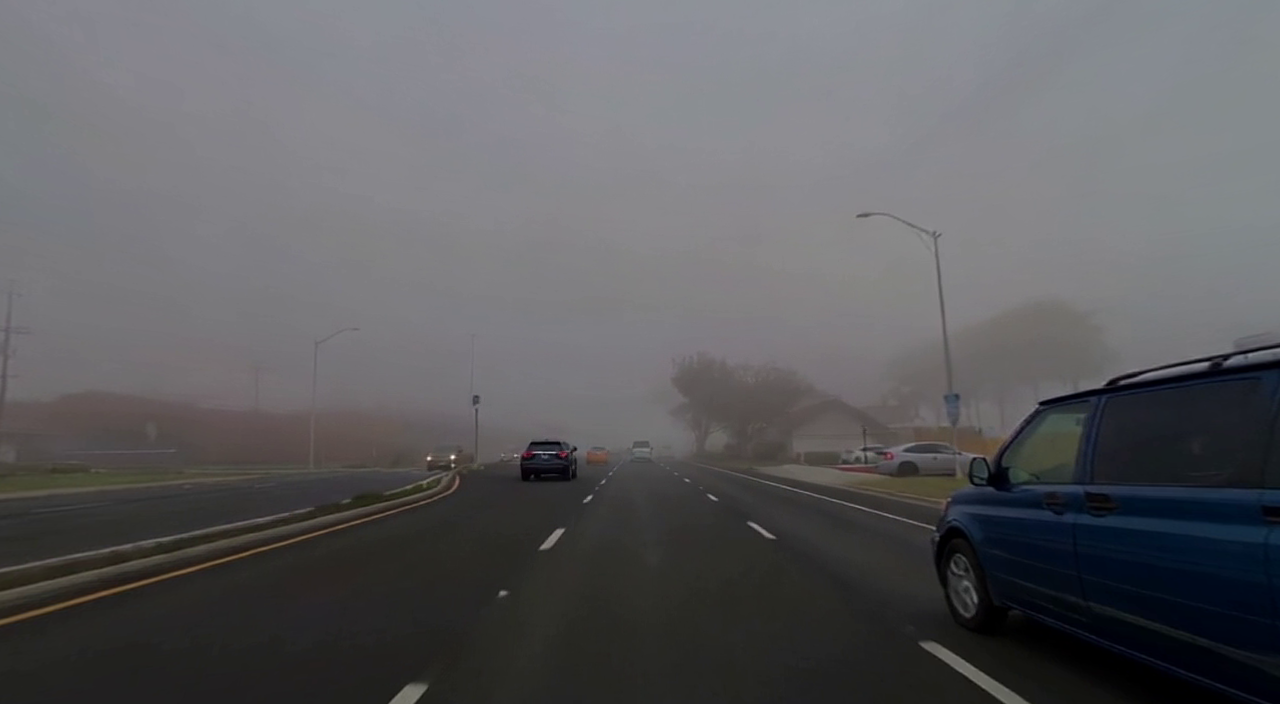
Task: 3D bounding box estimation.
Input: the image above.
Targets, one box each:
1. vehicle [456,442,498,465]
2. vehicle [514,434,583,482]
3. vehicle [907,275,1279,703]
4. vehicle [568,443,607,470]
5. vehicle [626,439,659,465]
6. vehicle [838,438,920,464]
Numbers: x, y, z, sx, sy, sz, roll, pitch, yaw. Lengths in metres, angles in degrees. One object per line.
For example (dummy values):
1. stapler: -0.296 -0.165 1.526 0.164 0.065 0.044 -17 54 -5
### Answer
1. vehicle: -12.266 7.682 47.774 1.989 1.631 4.500 0 -9 0
2. vehicle: -3.430 4.060 24.450 1.967 1.703 4.157 0 -9 1
3. vehicle: 3.463 0.801 3.065 2.234 1.912 4.847 0 -9 1
4. vehicle: -2.932 5.899 35.857 1.869 1.454 4.142 0 -9 0
5. vehicle: 0.124 7.110 44.868 2.191 1.761 3.857 0 -9 -1
6. vehicle: 15.186 6.317 40.417 1.945 1.490 4.748 4 -10 -26
